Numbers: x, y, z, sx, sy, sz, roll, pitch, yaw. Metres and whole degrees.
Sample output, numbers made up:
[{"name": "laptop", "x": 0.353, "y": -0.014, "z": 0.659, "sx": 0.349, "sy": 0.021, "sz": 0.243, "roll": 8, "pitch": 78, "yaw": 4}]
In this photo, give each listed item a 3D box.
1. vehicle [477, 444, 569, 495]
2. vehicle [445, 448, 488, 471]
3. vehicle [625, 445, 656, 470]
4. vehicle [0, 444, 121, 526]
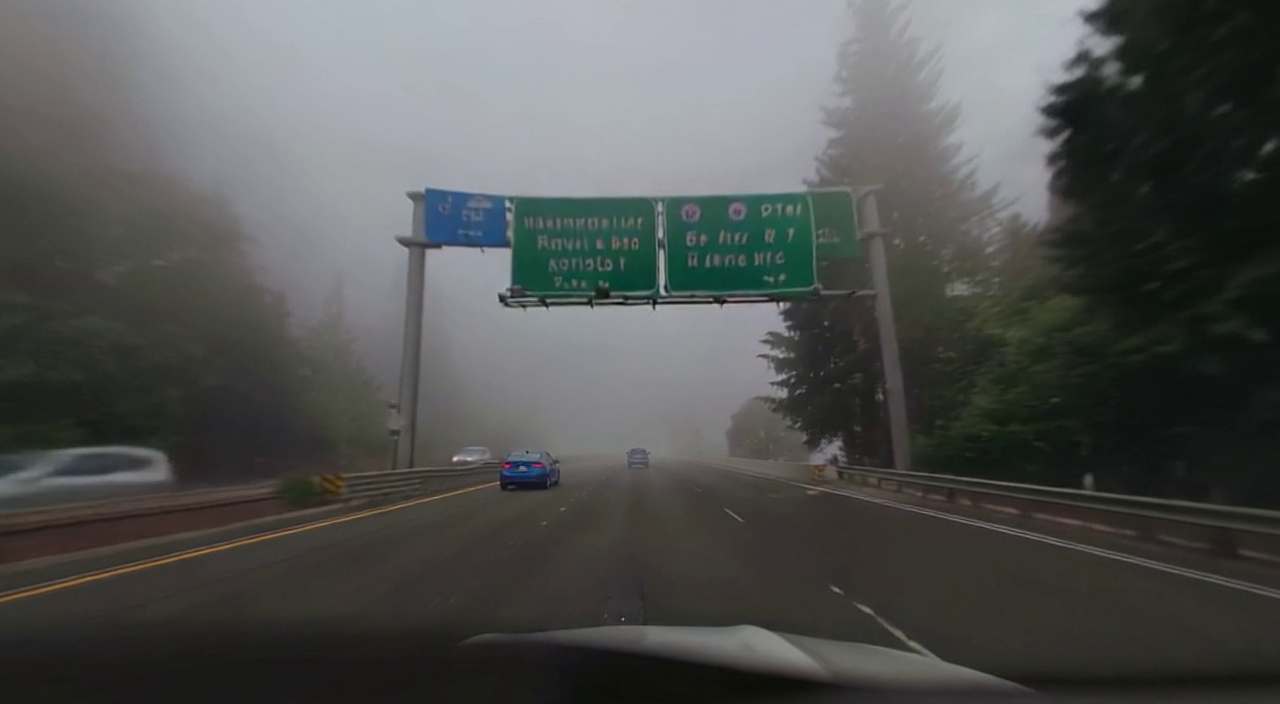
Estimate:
[{"name": "vehicle", "x": -3.776, "y": 3.884, "z": 21.275, "sx": 2.157, "sy": 1.483, "sz": 4.601, "roll": 0, "pitch": -9, "yaw": 1}, {"name": "vehicle", "x": -12.986, "y": 8.053, "z": 47.472, "sx": 1.927, "sy": 1.601, "sz": 4.480, "roll": 0, "pitch": -9, "yaw": 1}, {"name": "vehicle", "x": 0.029, "y": 7.123, "z": 42.752, "sx": 2.011, "sy": 1.590, "sz": 3.607, "roll": 0, "pitch": -9, "yaw": 0}, {"name": "vehicle", "x": -13.443, "y": 2.673, "z": 12.824, "sx": 1.904, "sy": 1.580, "sz": 4.453, "roll": 0, "pitch": -9, "yaw": 0}]
